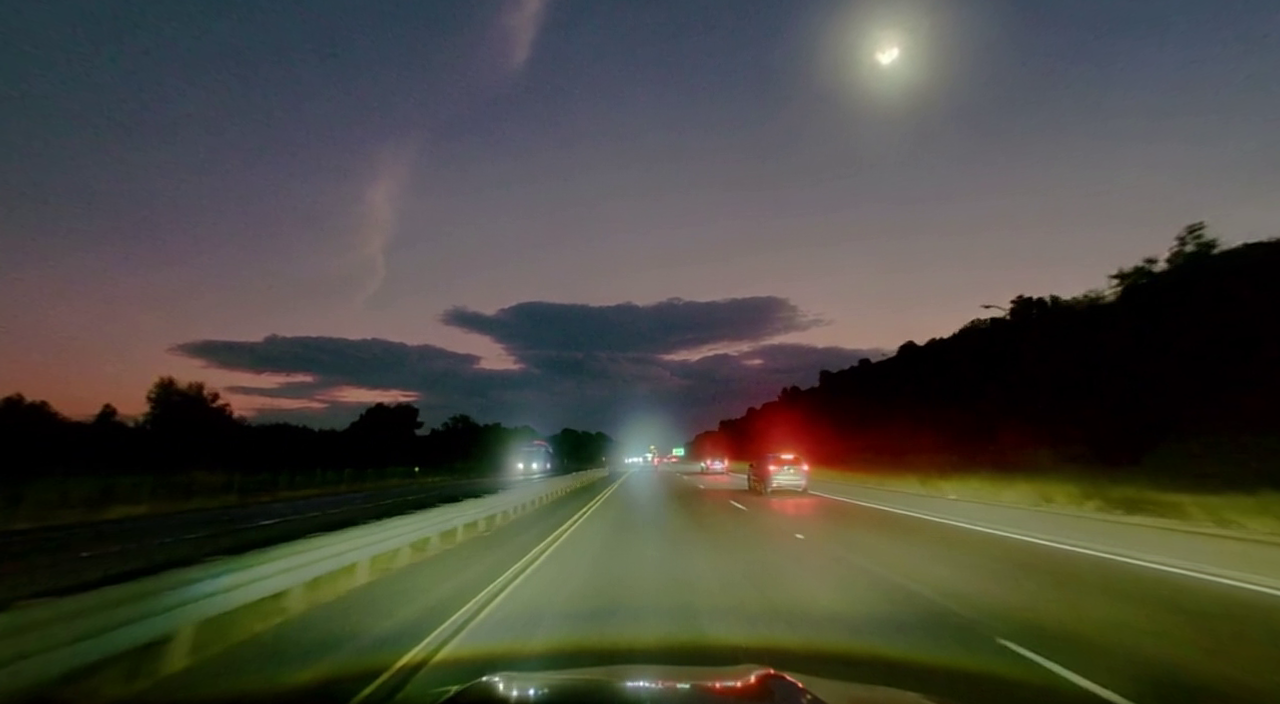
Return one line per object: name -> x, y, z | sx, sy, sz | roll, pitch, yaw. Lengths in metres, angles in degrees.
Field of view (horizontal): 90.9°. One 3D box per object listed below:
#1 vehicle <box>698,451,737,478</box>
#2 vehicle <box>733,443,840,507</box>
vehicle -> 5.144, 7.473, 42.153 | 1.994, 1.671, 3.949 | 0, -9, -1
vehicle -> 4.206, 3.608, 18.957 | 2.122, 1.662, 4.392 | 0, -9, 0
